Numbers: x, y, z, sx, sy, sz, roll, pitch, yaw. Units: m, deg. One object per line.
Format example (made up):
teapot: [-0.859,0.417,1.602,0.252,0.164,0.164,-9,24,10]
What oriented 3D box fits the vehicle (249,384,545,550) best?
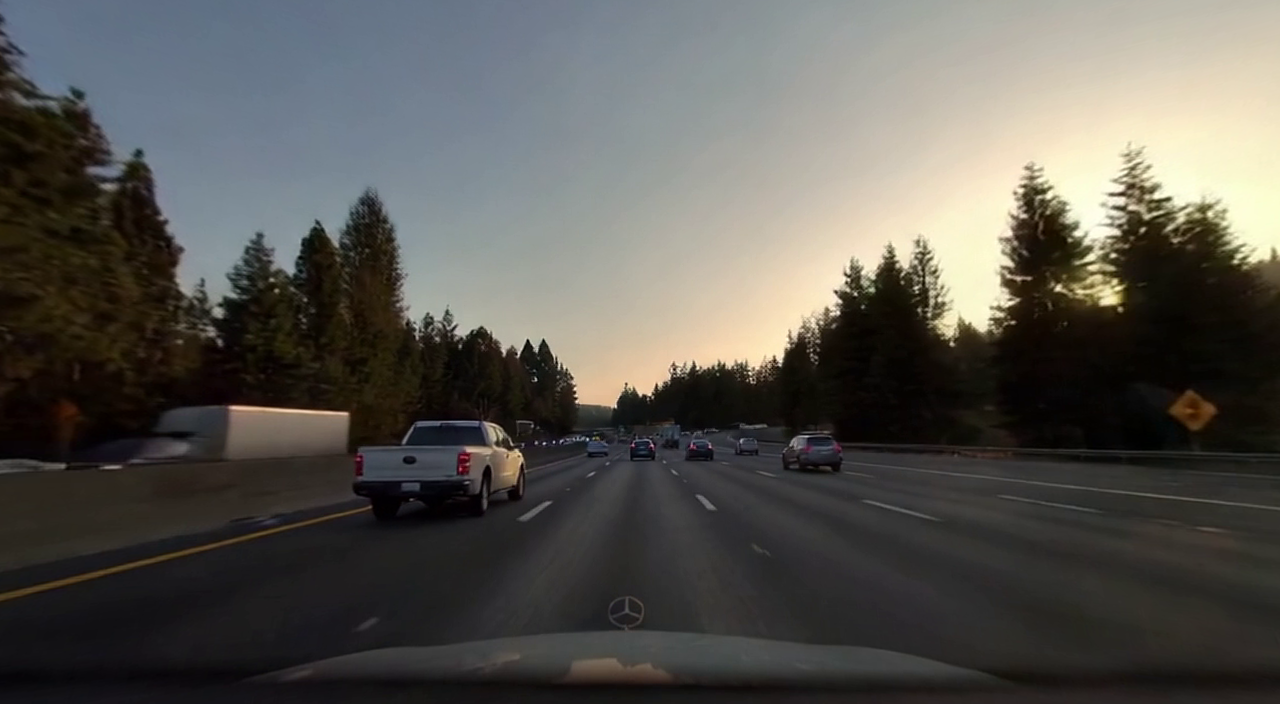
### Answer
vehicle: [-3.366,1.799,10.516,2.487,1.979,5.742,0,-8,2]

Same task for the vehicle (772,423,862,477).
vehicle: [6.913,3.904,25.301,2.094,1.916,5.099,0,-8,0]

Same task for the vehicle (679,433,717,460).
vehicle: [4.091,6.795,45.543,2.272,1.803,5.416,0,-8,0]

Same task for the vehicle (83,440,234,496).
vehicle: [-20.410,4.892,27.173,2.109,2.143,5.501,0,-8,0]

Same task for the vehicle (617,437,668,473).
vehicle: [0.088,4.500,27.763,2.071,1.464,4.162,0,-8,0]

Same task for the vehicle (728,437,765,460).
vehicle: [7.523,6.890,45.032,1.894,1.511,4.148,0,-8,-1]

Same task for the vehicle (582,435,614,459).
vehicle: [-3.179,7.346,48.704,2.140,1.720,4.410,0,-8,0]
